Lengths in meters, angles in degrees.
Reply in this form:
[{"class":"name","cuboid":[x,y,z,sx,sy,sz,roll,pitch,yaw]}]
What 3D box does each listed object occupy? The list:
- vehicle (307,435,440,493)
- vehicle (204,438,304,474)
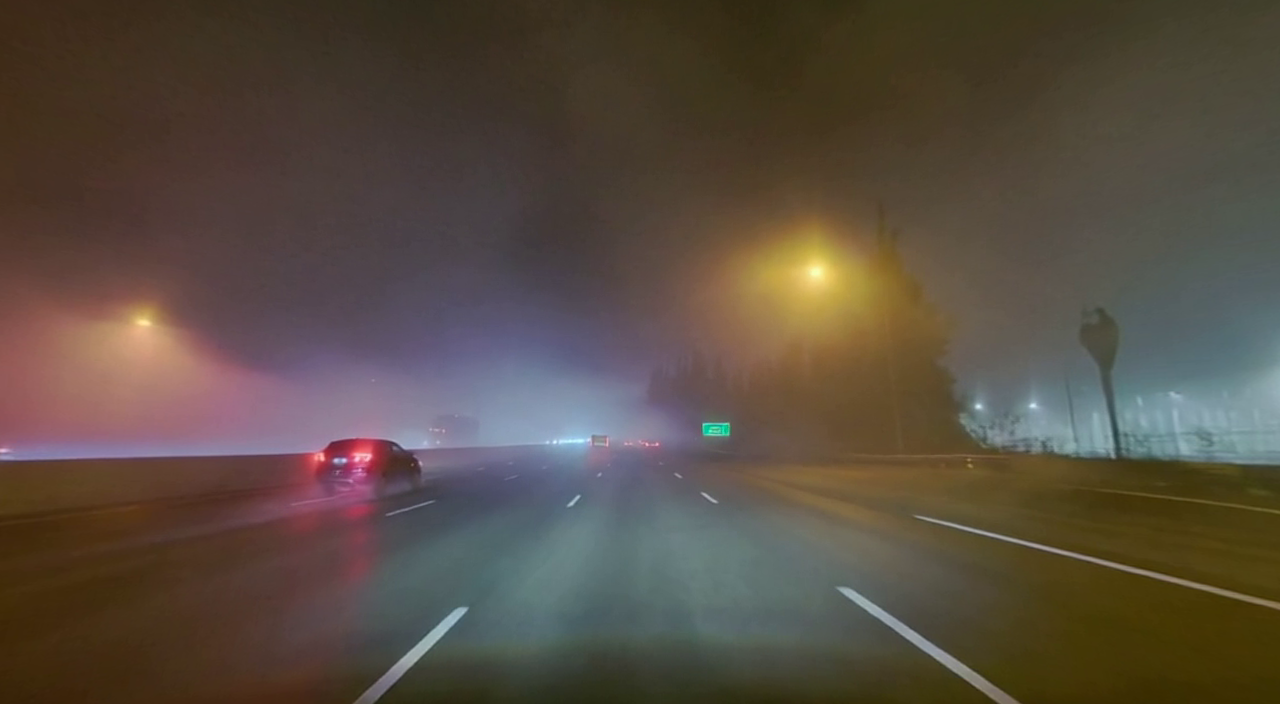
[{"class":"vehicle","cuboid":[-7.803,3.322,19.086,2.060,1.507,4.494,0,-9,0]},{"class":"vehicle","cuboid":[-19.130,5.165,31.615,2.092,1.657,4.704,0,-9,-1]}]
